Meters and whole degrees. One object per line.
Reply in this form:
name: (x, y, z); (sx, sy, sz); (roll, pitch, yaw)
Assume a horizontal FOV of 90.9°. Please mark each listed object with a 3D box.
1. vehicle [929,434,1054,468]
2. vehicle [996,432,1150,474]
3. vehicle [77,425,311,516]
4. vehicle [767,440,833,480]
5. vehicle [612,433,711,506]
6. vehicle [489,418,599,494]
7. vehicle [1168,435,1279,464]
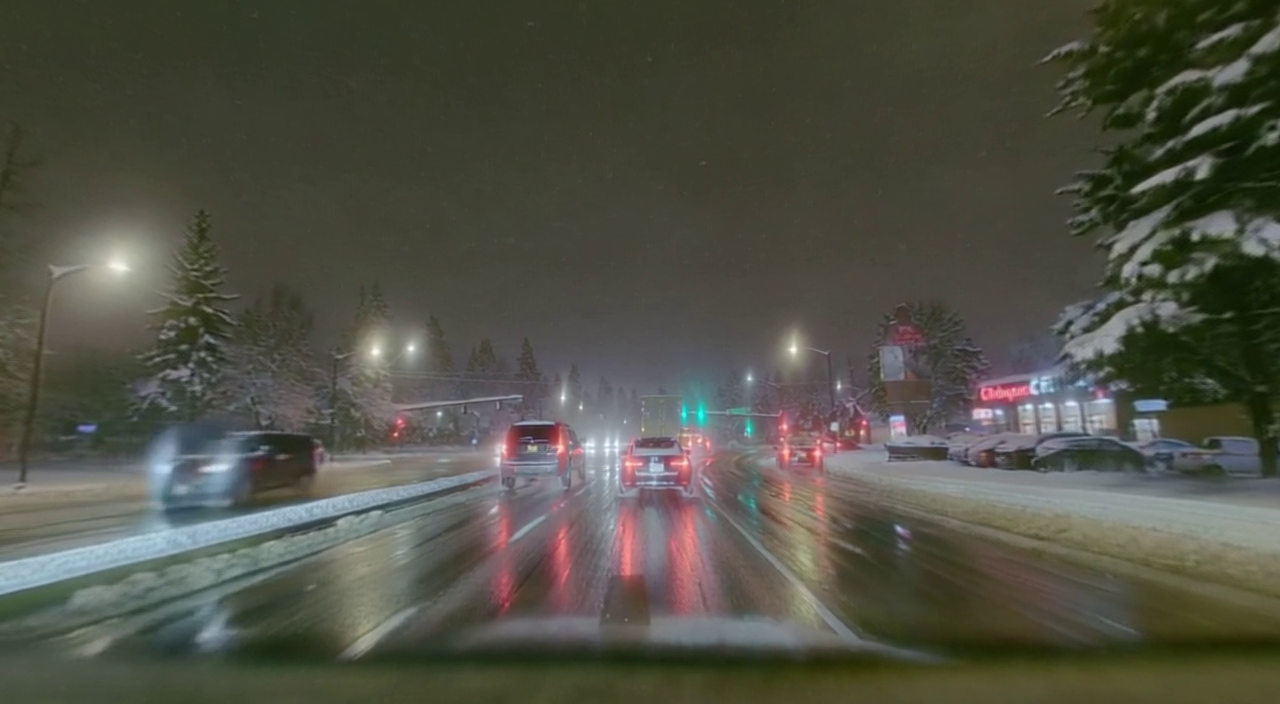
vehicle: (15.627, 4.410, 28.184); (4.436, 1.466, 1.875); (0, -8, -2)
vehicle: (16.202, 3.781, 23.766); (4.323, 1.496, 1.937); (0, -8, 0)
vehicle: (-8.612, 2.304, 12.732); (1.795, 1.508, 4.057); (0, -8, -1)
vehicle: (6.462, 4.382, 25.924); (1.900, 1.507, 4.151); (-1, -8, 5)
vehicle: (0.420, 2.755, 15.232); (2.061, 1.494, 4.079); (0, -8, -1)
vehicle: (-2.655, 3.068, 18.950); (2.289, 1.935, 5.227); (-1, -8, 2)
vehicle: (32.085, 5.320, 34.370); (1.903, 1.447, 4.820); (1, -9, -11)
